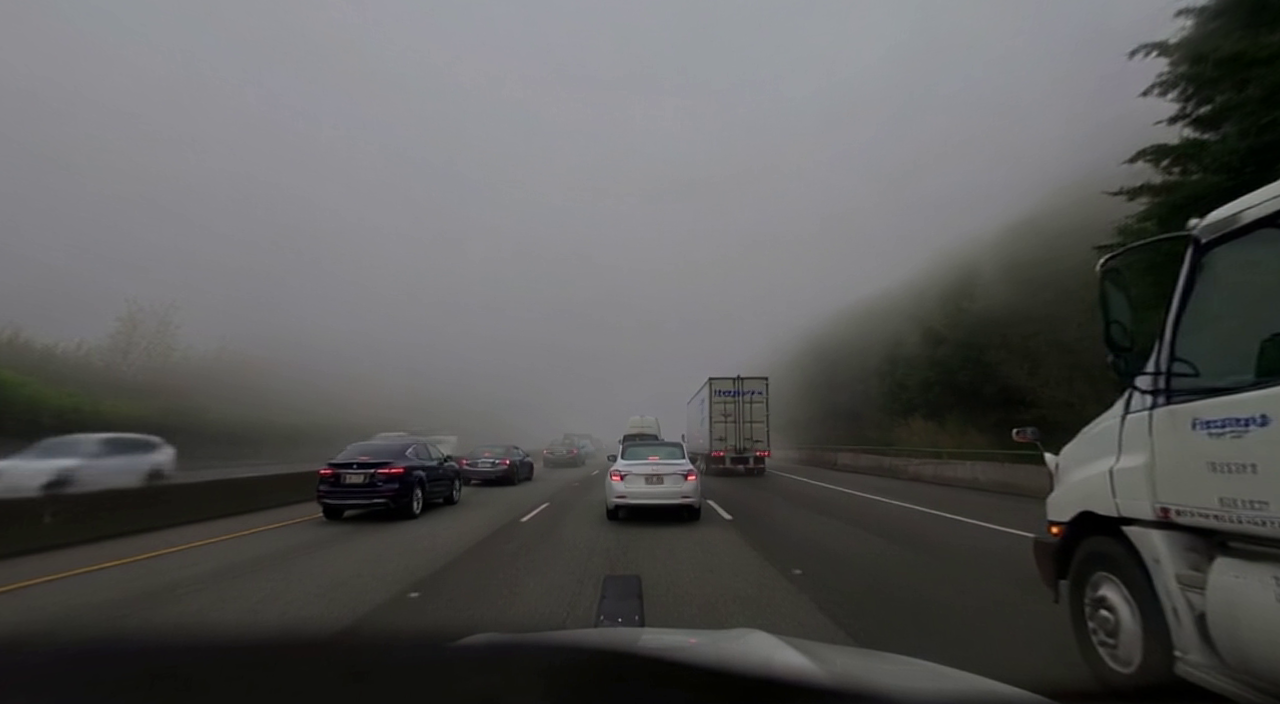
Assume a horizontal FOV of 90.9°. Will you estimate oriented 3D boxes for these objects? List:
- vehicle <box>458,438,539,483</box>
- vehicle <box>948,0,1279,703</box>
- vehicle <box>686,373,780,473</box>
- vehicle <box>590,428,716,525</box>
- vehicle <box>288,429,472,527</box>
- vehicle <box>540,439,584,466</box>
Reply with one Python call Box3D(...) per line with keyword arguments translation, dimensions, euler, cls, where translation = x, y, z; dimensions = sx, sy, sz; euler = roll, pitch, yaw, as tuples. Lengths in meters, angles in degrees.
Box3D(translation=(-4.932, 3.802, 22.519), dimensions=(1.880, 1.458, 3.978), euler=(0, -8, 1), cls="vehicle")
Box3D(translation=(3.967, -0.158, 1.811), dimensions=(2.982, 3.860, 6.011), euler=(0, -8, 0), cls="vehicle")
Box3D(translation=(4.339, 3.899, 33.061), dimensions=(2.892, 4.101, 14.252), euler=(0, -8, 1), cls="vehicle")
Box3D(translation=(0.197, 2.205, 11.751), dimensions=(1.973, 1.505, 3.568), euler=(0, -8, 0), cls="vehicle")
Box3D(translation=(-4.574, 2.229, 11.764), dimensions=(1.821, 1.514, 3.677), euler=(0, -8, 0), cls="vehicle")
Box3D(translation=(-4.481, 5.829, 36.902), dimensions=(1.887, 1.493, 4.411), euler=(0, -8, 1), cls="vehicle")
